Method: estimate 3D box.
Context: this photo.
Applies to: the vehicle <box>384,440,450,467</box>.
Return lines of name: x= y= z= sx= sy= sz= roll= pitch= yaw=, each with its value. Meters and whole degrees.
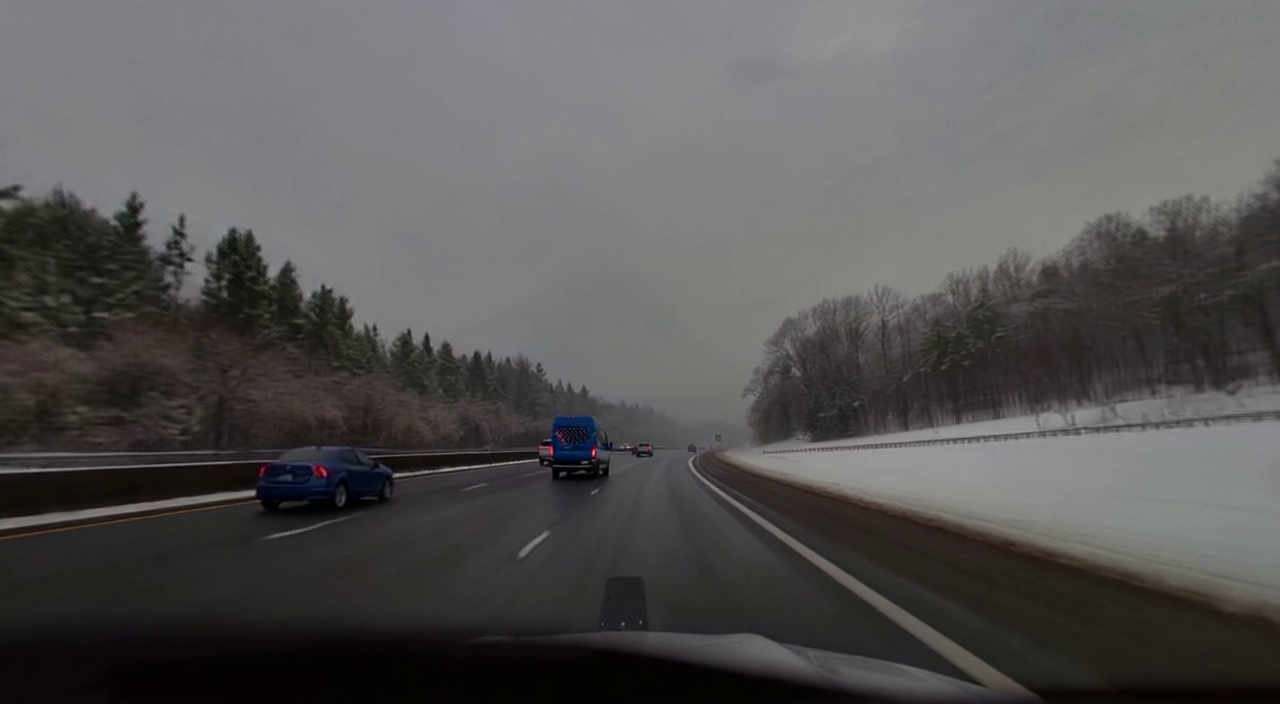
vehicle: x=-15.713 y=7.200 z=44.839 sx=2.255 sy=1.760 sz=5.882 roll=0 pitch=-8 yaw=3

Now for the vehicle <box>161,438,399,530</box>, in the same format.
vehicle: x=-6.580 y=2.425 z=12.284 sx=1.947 sy=1.438 sz=4.440 roll=0 pitch=-8 yaw=1

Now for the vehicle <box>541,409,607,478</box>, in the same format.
vehicle: x=-2.952 y=4.286 z=29.631 sx=2.319 sy=2.883 sz=5.632 roll=0 pitch=-8 yaw=2
